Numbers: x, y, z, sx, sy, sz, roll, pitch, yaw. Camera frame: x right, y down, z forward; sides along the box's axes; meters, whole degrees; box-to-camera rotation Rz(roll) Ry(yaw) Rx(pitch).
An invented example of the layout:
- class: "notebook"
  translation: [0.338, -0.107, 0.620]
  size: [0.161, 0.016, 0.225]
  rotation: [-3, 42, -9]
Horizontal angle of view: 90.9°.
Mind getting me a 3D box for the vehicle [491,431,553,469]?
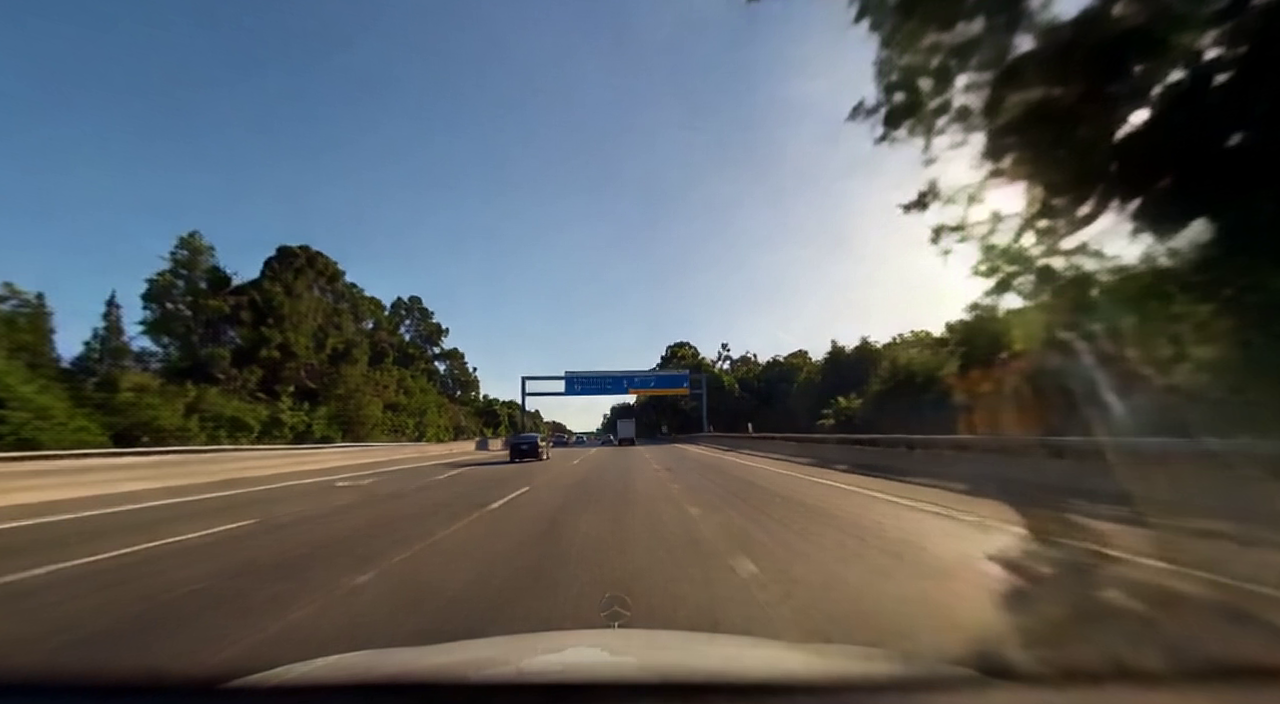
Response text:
- class: "vehicle"
  translation: [-4.892, 4.090, 26.630]
  size: [1.912, 1.495, 3.703]
  rotation: [0, -7, -1]
